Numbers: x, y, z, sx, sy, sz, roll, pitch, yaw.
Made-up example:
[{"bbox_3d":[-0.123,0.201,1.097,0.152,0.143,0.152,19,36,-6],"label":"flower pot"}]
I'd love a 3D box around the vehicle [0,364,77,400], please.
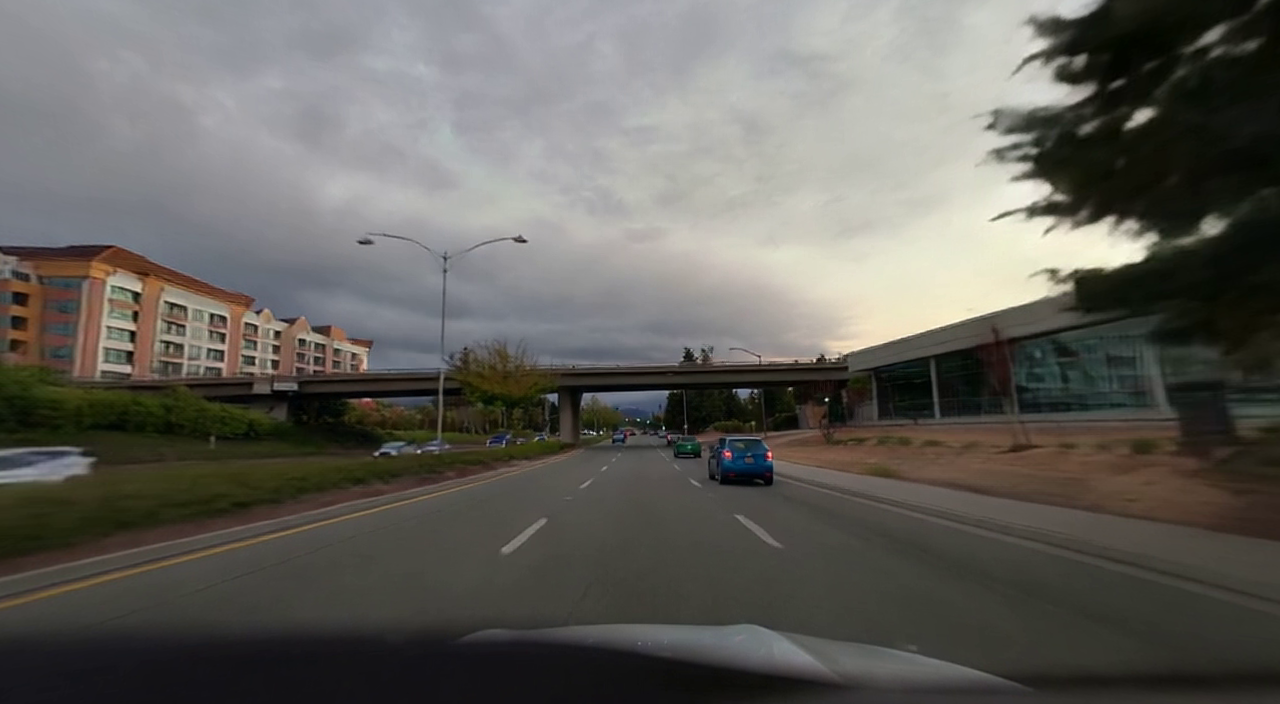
[{"bbox_3d":[-41.614,2.061,42.592,5.108,2.084,2.259,-3,-7,6],"label":"vehicle"}]

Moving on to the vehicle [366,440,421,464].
[{"bbox_3d":[-16.504,6.692,42.390,1.967,1.520,4.542,0,-9,-1],"label":"vehicle"}]

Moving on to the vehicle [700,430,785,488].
[{"bbox_3d":[3.272,3.524,21.077,2.110,1.712,4.489,0,-9,0],"label":"vehicle"}]
